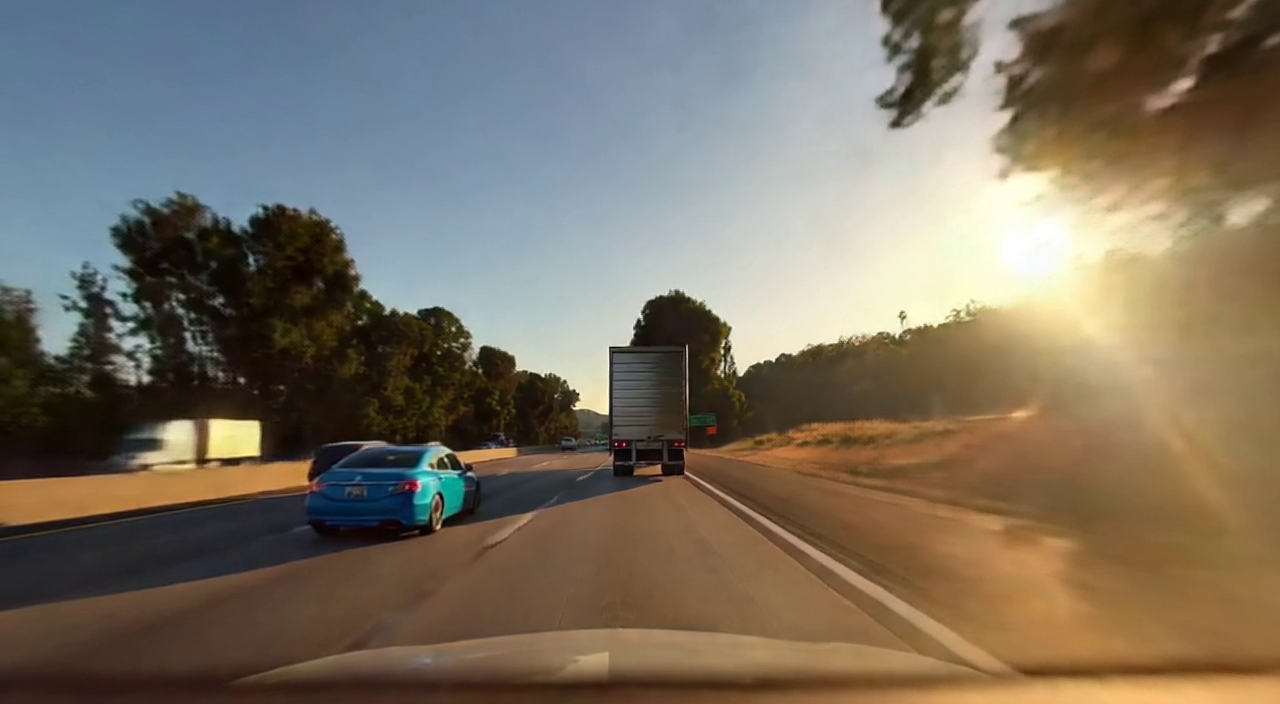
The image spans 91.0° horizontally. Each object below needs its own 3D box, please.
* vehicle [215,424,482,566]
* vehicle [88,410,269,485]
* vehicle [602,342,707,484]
[{"bbox_3d":[-3.746,1.881,9.104,1.854,1.530,4.268,0,-8,-1],"label":"vehicle"},{"bbox_3d":[-24.105,5.064,33.746,3.264,3.462,8.454,0,-8,0],"label":"vehicle"},{"bbox_3d":[0.350,2.550,23.985,3.073,4.196,10.546,0,-8,-1],"label":"vehicle"}]
